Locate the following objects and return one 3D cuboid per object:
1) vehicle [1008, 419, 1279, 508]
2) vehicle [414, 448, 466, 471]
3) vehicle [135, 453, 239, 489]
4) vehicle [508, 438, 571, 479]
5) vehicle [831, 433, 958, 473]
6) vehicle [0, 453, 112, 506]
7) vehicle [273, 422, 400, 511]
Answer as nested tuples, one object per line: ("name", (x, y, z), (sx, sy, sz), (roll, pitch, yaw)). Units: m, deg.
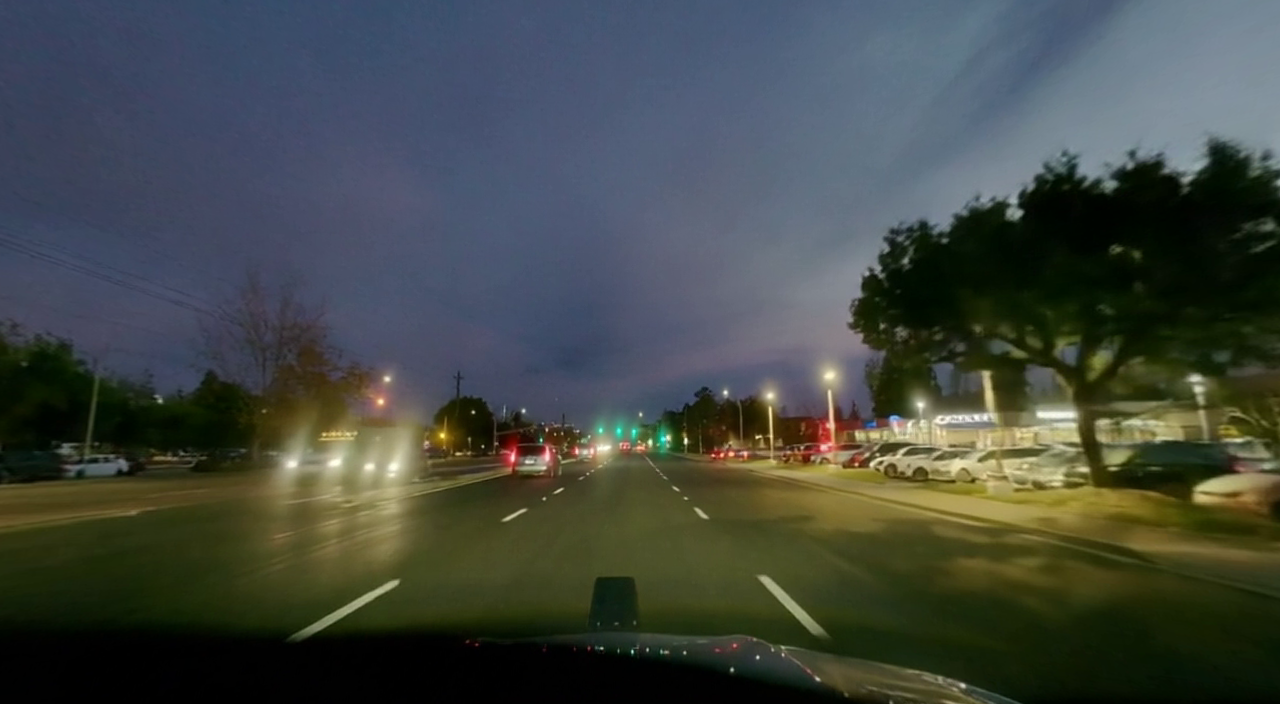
("vehicle", (12.164, 2.616, 15.116), (5.519, 1.836, 2.138), (-5, -10, 32))
("vehicle", (-13.356, 7.195, 42.370), (1.955, 1.496, 4.661), (0, -9, 0))
("vehicle", (-23.368, 6.116, 32.744), (1.938, 1.691, 4.696), (0, -9, -1))
("vehicle", (-4.375, 4.724, 28.073), (2.109, 1.672, 4.256), (0, -9, 0))
("vehicle", (12.308, 4.932, 30.889), (5.426, 1.811, 2.193), (-2, -9, 15))
("vehicle", (-23.495, 4.859, 24.438), (1.953, 1.789, 4.591), (0, -9, -1))
("vehicle", (-7.672, 2.924, 16.552), (2.123, 1.864, 5.553), (1, -9, -17))
